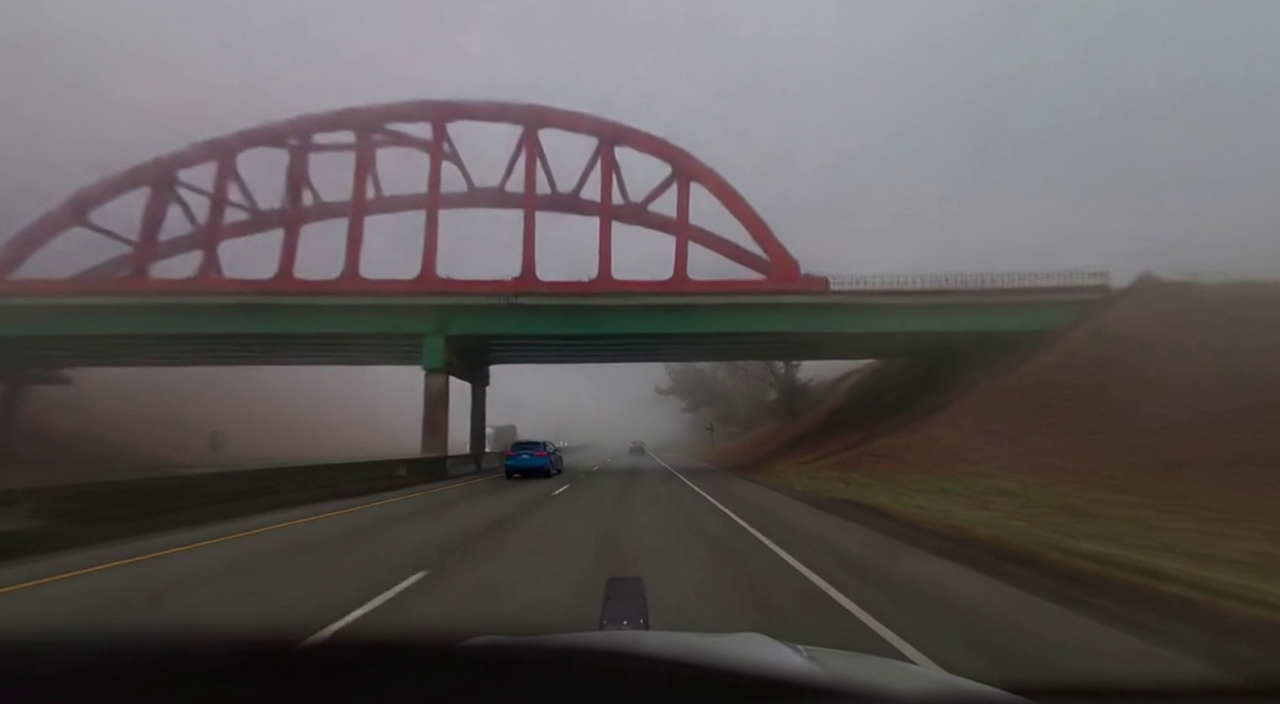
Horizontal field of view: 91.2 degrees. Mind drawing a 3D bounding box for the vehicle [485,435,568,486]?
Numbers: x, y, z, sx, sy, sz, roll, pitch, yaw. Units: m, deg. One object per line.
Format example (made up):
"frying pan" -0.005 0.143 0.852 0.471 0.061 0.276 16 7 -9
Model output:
"vehicle" -3.816 3.736 21.918 2.052 1.556 4.405 0 -8 0
